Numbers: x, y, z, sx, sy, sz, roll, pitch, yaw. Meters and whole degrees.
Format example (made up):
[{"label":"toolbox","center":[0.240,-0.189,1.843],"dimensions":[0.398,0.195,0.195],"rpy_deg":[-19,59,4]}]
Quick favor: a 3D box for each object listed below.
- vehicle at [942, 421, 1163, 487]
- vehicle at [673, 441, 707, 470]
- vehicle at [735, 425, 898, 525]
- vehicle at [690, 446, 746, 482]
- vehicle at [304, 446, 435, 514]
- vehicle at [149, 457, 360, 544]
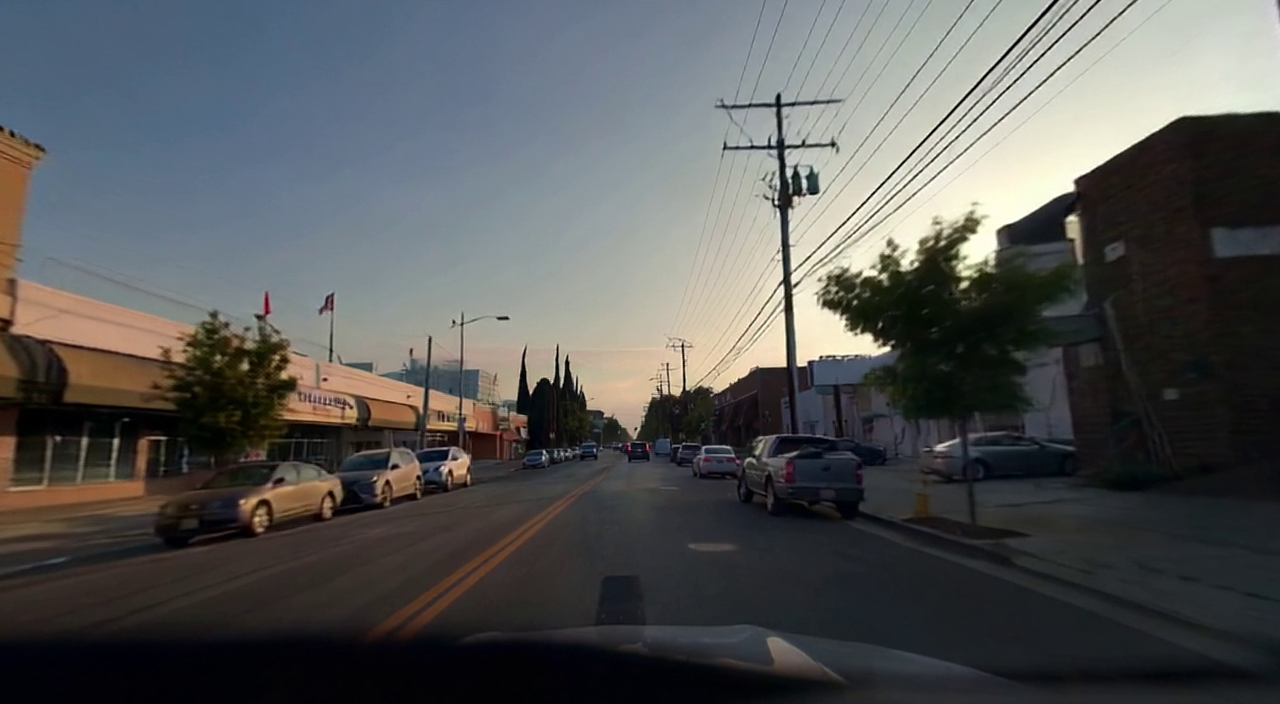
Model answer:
[{"label":"vehicle","center":[11.282,2.830,17.586],"dimensions":[4.711,1.587,1.909],"rpy_deg":[-2,-8,3]},{"label":"vehicle","center":[3.336,7.098,43.276],"dimensions":[2.025,1.843,4.883],"rpy_deg":[-1,-10,1]},{"label":"vehicle","center":[3.520,2.566,13.730],"dimensions":[2.088,1.765,4.704],"rpy_deg":[0,-9,-1]},{"label":"vehicle","center":[3.464,5.039,28.739],"dimensions":[1.866,1.439,4.482],"rpy_deg":[0,-9,-1]},{"label":"vehicle","center":[-8.500,4.006,20.422],"dimensions":[2.045,1.820,4.858],"rpy_deg":[0,-7,0]},{"label":"vehicle","center":[-8.648,3.321,14.862],"dimensions":[2.022,1.501,4.860],"rpy_deg":[0,-7,-1]}]
